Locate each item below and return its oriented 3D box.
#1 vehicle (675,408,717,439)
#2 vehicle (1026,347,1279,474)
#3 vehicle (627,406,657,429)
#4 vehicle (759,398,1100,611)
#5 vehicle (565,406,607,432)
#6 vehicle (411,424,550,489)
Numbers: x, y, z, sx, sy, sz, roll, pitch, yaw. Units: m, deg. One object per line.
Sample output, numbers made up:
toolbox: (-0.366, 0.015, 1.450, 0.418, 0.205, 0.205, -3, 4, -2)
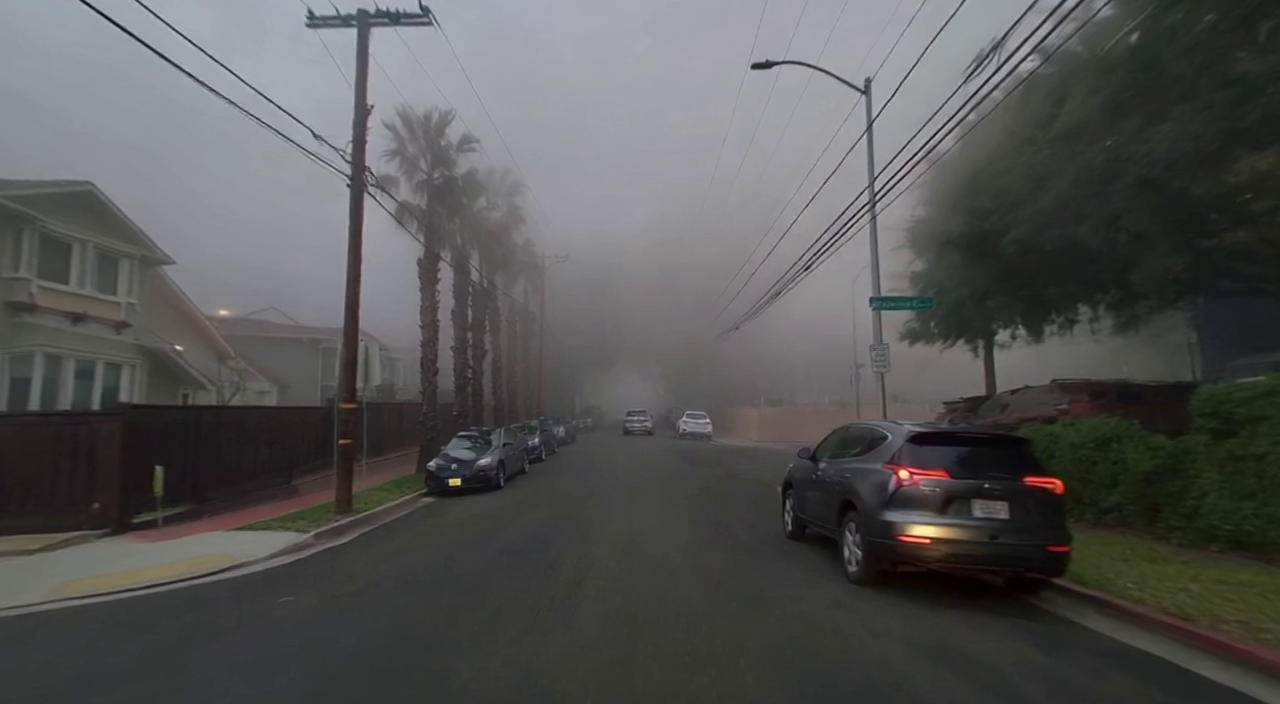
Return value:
vehicle: (3.173, 4.200, 36.625, 2.060, 1.614, 4.652, 0, -8, 0)
vehicle: (10.775, 1.322, 12.857, 2.302, 2.005, 5.819, -1, -8, 2)
vehicle: (0.119, 4.834, 45.973, 2.081, 1.483, 4.599, 0, -8, 0)
vehicle: (2.768, 1.573, 7.538, 1.895, 1.680, 4.842, 0, -8, 2)
vehicle: (-3.690, 4.778, 44.509, 2.130, 1.543, 5.386, -1, -8, 4)
vehicle: (-4.072, 2.819, 17.391, 2.157, 1.487, 5.718, -1, -8, 2)
